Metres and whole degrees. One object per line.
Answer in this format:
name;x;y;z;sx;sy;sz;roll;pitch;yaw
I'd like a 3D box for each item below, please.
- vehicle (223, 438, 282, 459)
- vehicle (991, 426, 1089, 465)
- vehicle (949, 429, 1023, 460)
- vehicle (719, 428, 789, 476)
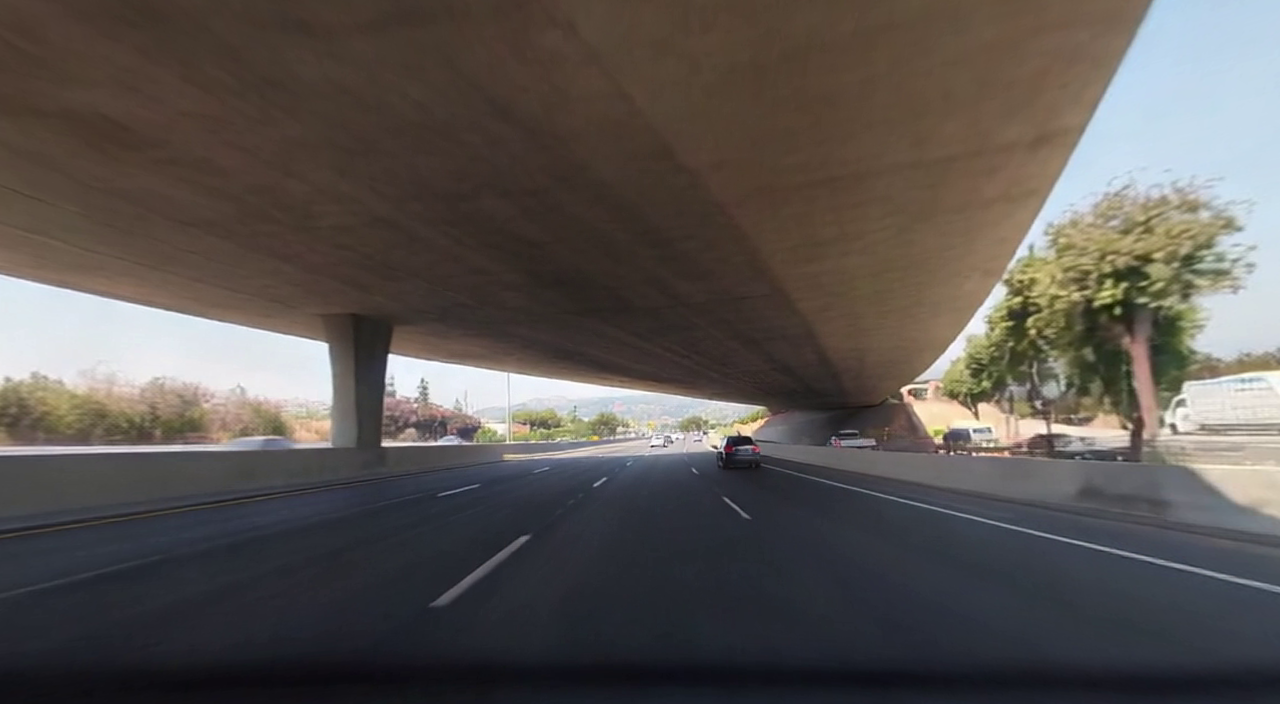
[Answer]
vehicle;-28.026;6.975;45.612;1.758;1.461;3.679;-1;-8;3
vehicle;19.505;4.588;30.991;1.912;1.756;4.768;-1;-8;4
vehicle;20.125;5.419;36.859;1.852;1.730;4.661;-1;-8;3
vehicle;4.426;3.959;25.112;2.090;1.715;4.228;0;-8;1
